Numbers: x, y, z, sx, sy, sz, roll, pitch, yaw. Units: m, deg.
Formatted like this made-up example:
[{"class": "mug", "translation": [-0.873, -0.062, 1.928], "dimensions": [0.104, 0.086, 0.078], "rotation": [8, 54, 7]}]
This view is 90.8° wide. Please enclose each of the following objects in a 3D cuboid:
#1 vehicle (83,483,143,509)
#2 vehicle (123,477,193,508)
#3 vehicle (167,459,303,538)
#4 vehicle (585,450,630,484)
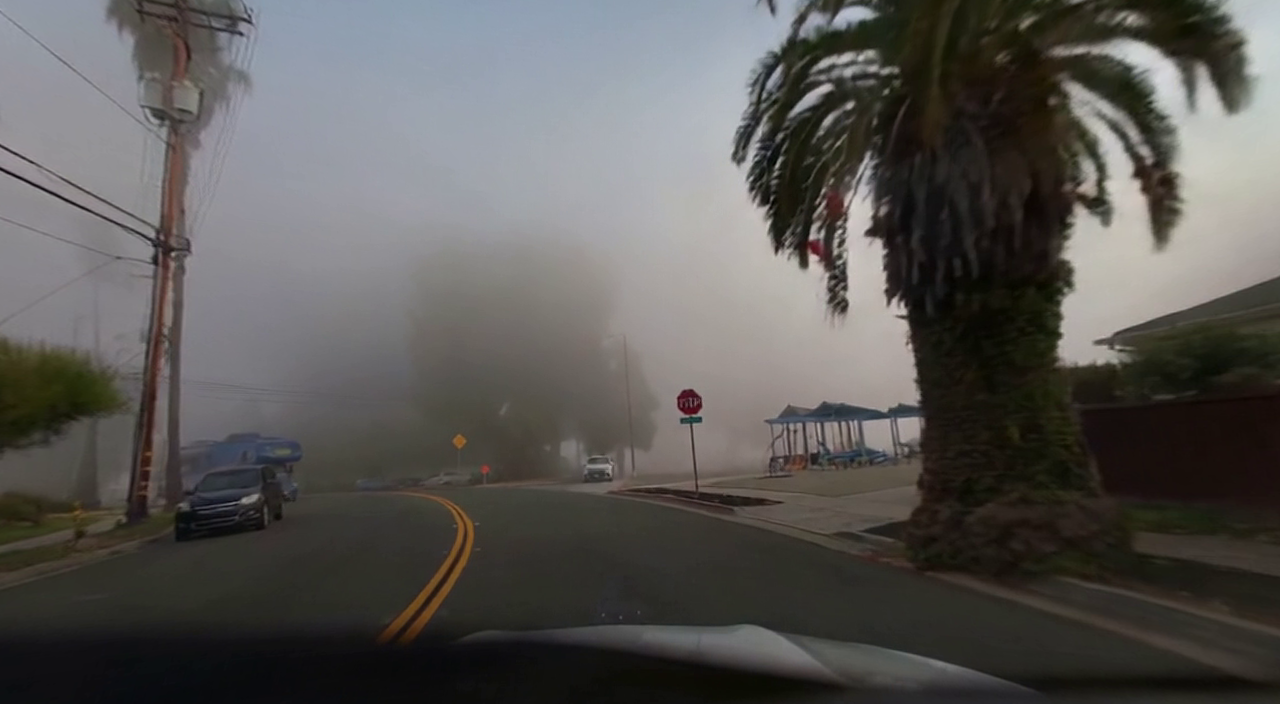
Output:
[{"class": "vehicle", "translation": [-37.591, 10.221, 45.020], "dimensions": [4.164, 1.504, 2.025], "rotation": [-6, -10, 33]}, {"class": "vehicle", "translation": [-32.059, 9.273, 42.013], "dimensions": [4.527, 1.732, 2.059], "rotation": [-5, -10, 31]}, {"class": "vehicle", "translation": [-9.961, 3.541, 15.944], "dimensions": [2.085, 1.545, 4.340], "rotation": [3, -9, -23]}, {"class": "vehicle", "translation": [-2.192, 7.360, 40.837], "dimensions": [2.508, 1.887, 5.930], "rotation": [0, -8, -7]}]
